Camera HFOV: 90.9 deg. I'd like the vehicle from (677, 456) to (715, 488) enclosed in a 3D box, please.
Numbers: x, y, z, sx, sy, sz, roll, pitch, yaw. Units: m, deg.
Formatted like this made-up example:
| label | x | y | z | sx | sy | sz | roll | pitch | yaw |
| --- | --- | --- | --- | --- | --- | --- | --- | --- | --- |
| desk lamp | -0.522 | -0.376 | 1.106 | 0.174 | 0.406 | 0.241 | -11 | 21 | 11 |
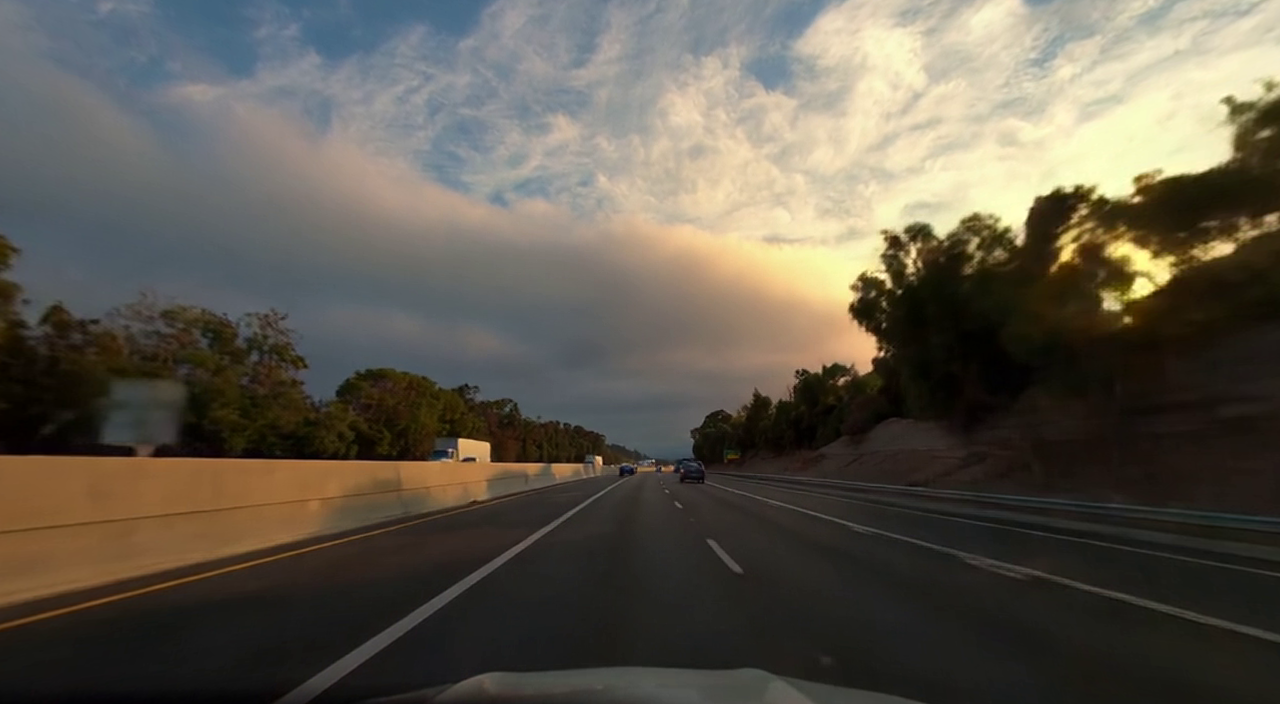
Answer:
| label | x | y | z | sx | sy | sz | roll | pitch | yaw |
| --- | --- | --- | --- | --- | --- | --- | --- | --- | --- |
| vehicle | 3.705 | 8.024 | 42.205 | 2.093 | 1.933 | 4.623 | 1 | -10 | 0 |
